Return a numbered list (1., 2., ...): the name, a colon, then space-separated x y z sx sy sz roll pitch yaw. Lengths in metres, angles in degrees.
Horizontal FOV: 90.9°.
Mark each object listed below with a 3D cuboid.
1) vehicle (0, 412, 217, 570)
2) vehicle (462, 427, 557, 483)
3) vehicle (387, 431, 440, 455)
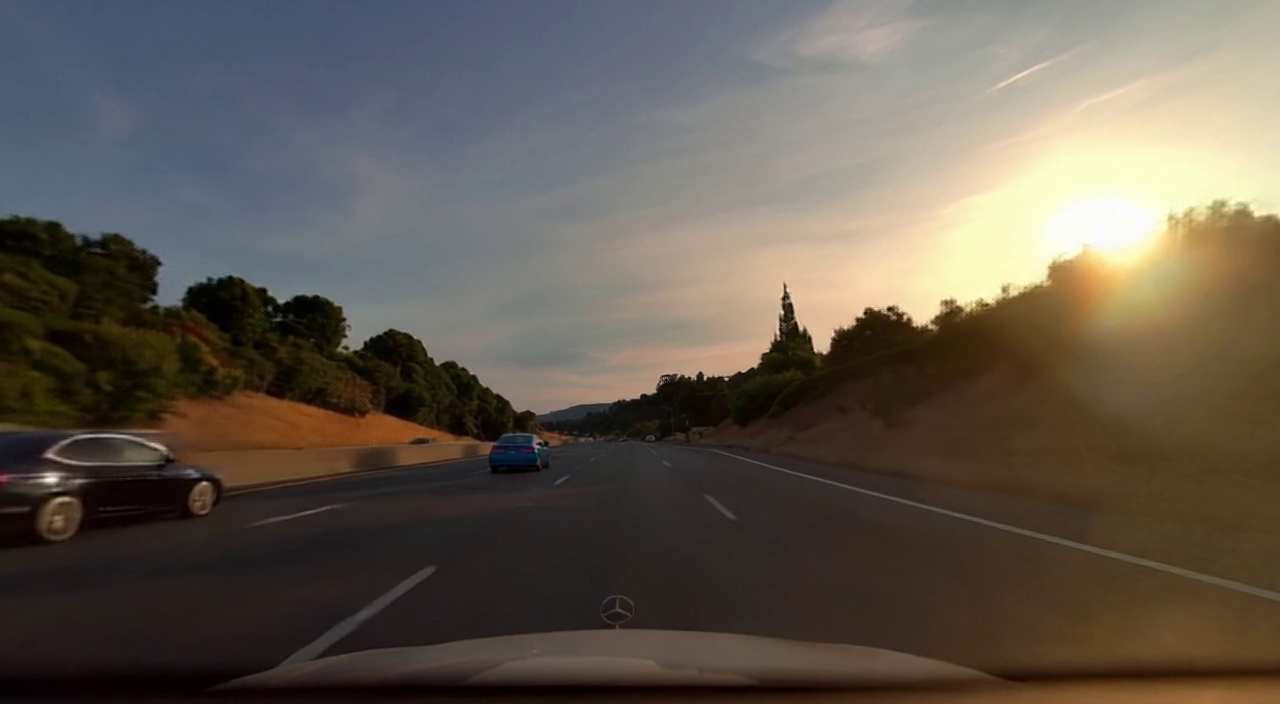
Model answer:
1. vehicle: -7.264 1.462 6.954 1.983 1.535 4.652 0 -8 -1
2. vehicle: -3.853 3.109 19.448 2.026 1.517 4.325 0 -8 0
3. vehicle: -16.181 6.504 45.249 2.128 1.585 4.592 0 -8 -1
